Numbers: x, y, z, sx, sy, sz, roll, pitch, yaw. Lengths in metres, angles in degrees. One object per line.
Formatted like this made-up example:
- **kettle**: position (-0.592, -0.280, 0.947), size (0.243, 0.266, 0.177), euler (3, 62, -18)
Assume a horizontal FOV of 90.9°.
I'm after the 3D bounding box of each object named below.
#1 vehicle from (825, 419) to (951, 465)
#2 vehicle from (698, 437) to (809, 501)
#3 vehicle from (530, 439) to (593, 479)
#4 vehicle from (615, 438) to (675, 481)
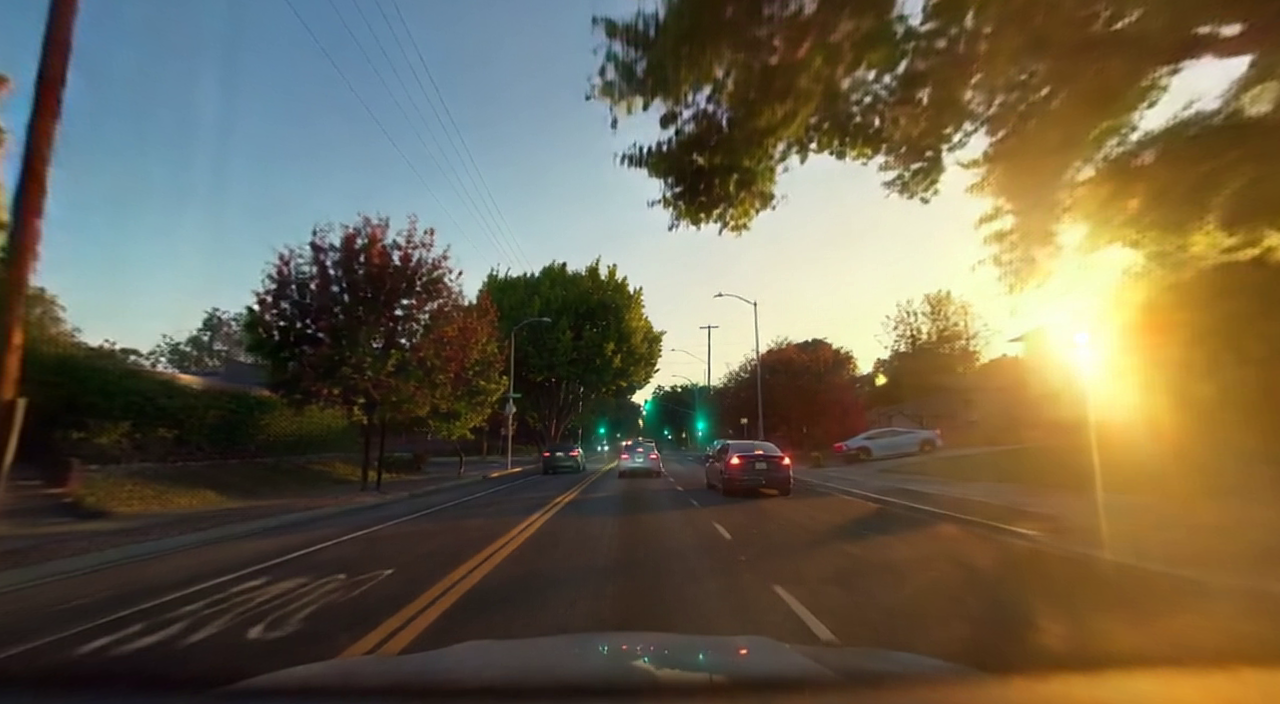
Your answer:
- **vehicle**: position (13.780, 5.044, 35.342), size (5.929, 1.970, 2.381), euler (-5, -8, -2)
- **vehicle**: position (2.899, 3.099, 17.191), size (2.158, 1.483, 4.415), euler (0, -8, 0)
- **vehicle**: position (-3.205, 4.466, 26.581), size (2.012, 1.505, 4.205), euler (0, -8, 1)
- **vehicle**: position (0.172, 4.095, 24.348), size (2.101, 1.467, 4.210), euler (0, -8, 0)
